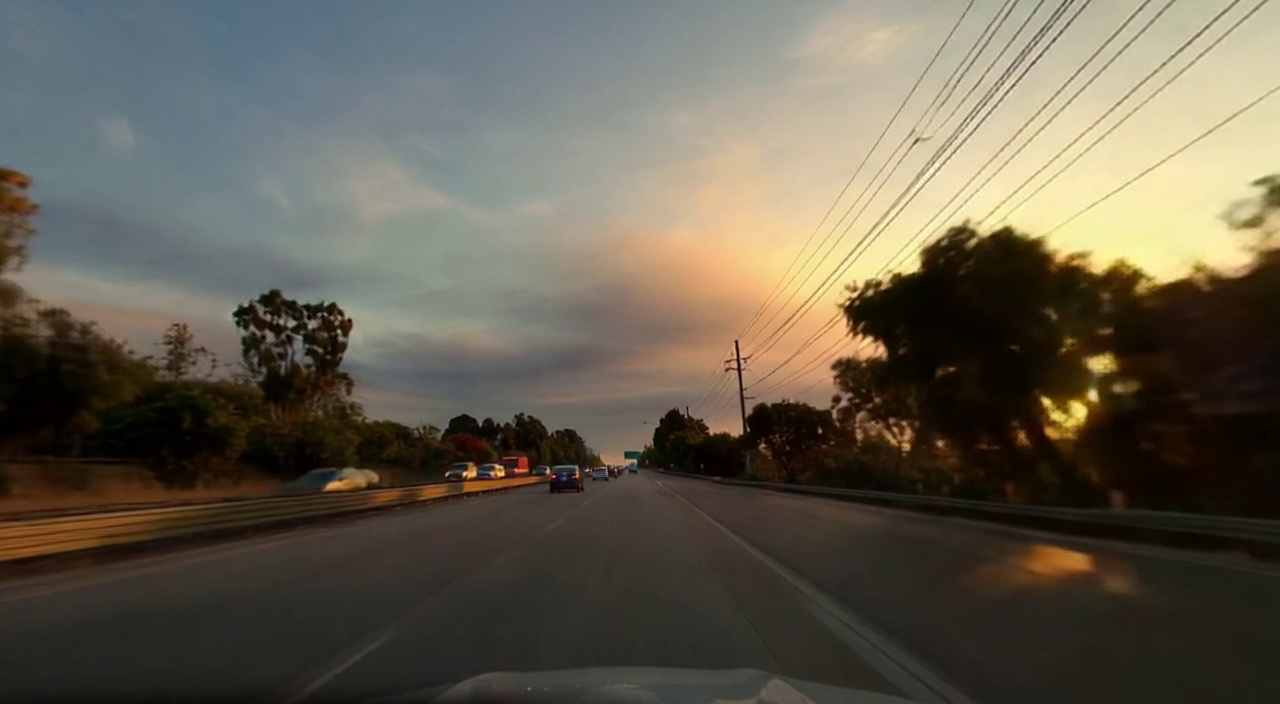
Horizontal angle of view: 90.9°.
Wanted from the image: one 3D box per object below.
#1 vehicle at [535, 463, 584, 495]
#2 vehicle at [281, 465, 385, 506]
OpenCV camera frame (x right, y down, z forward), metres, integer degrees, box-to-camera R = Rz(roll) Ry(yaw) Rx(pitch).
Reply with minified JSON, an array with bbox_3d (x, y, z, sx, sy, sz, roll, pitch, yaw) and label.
[{"bbox_3d":[-4.128,6.635,33.031,1.963,1.501,4.227,1,-11,1],"label":"vehicle"},{"bbox_3d":[-12.399,5.402,25.810,1.968,1.472,4.444,1,-11,0],"label":"vehicle"}]
